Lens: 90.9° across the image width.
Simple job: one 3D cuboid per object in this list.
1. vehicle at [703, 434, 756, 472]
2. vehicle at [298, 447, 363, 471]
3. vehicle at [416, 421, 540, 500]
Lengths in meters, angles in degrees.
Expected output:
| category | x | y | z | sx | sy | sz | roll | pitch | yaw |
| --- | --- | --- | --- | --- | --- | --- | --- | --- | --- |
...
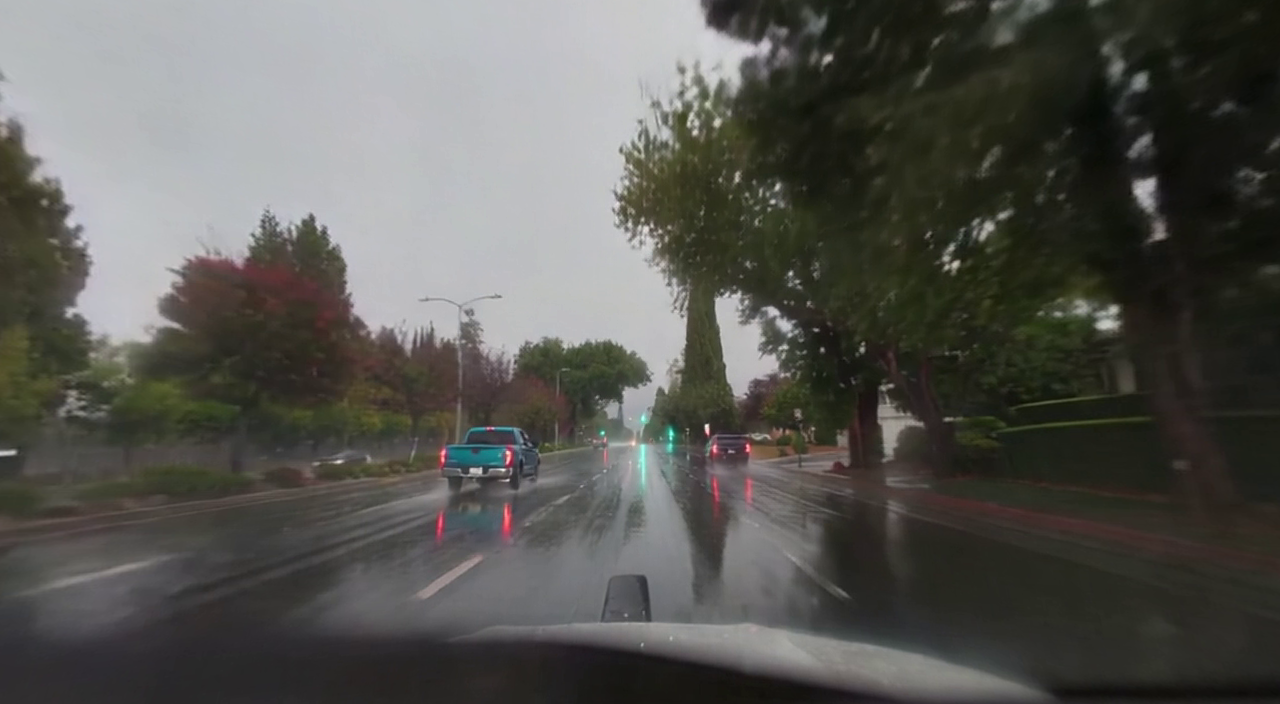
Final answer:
| category | x | y | z | sx | sy | sz | roll | pitch | yaw |
| --- | --- | --- | --- | --- | --- | --- | --- | --- | --- |
| vehicle | 4.327 | 4.936 | 31.031 | 2.016 | 1.736 | 4.356 | 0 | -8 | 1 |
| vehicle | -20.374 | 7.044 | 41.686 | 1.939 | 1.475 | 4.491 | 0 | -8 | 1 |
| vehicle | -4.020 | 2.798 | 16.585 | 2.002 | 1.747 | 4.728 | 0 | -8 | 0 |
